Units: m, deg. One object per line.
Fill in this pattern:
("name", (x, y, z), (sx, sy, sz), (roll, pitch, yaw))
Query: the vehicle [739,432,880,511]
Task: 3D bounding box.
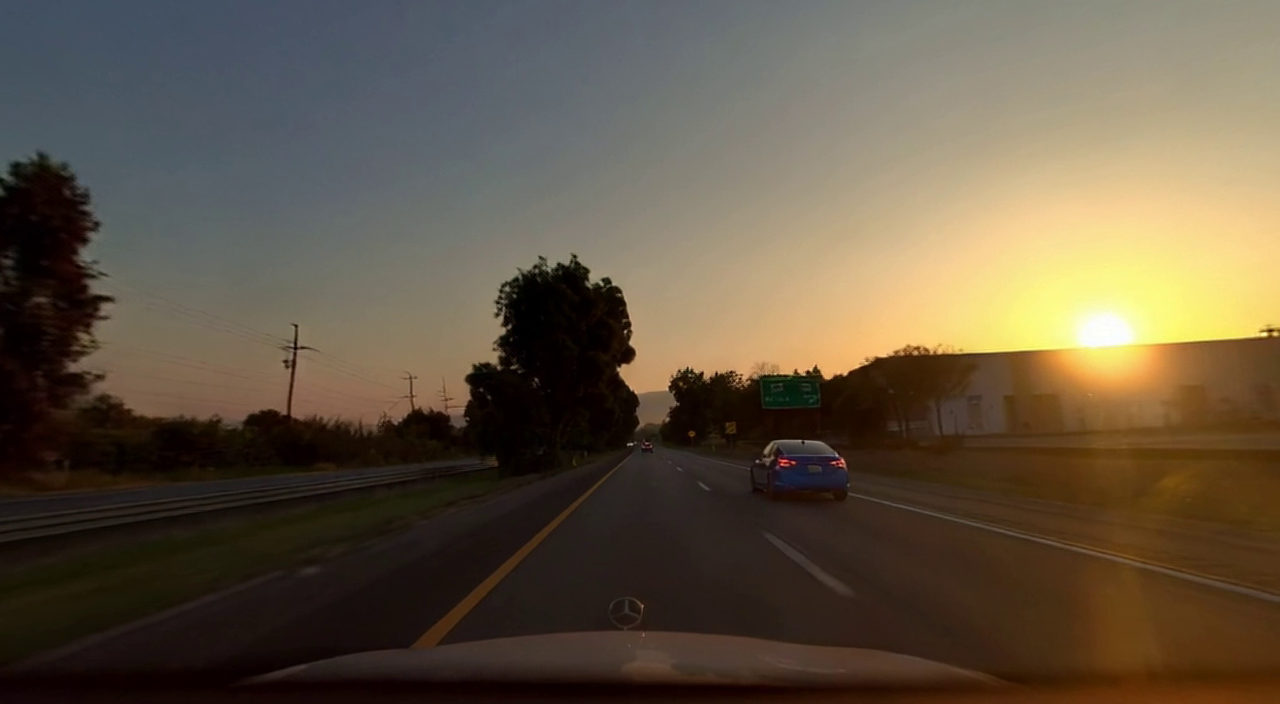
("vehicle", (3.678, 2.665, 14.486), (2.079, 1.531, 3.997), (0, -8, -1))
